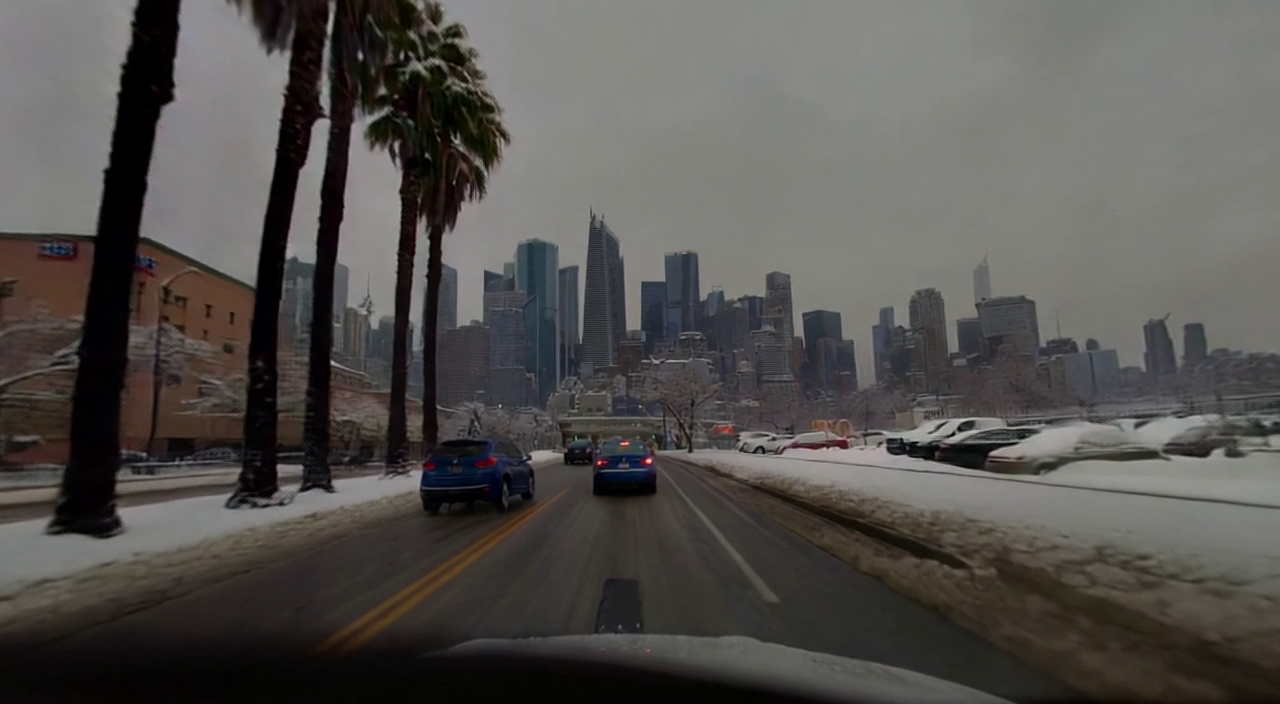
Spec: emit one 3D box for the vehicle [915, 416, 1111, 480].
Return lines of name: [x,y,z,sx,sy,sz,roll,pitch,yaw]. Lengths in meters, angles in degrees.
vehicle: [12.509,3.249,21.471,5.188,1.805,2.228,-2,-8,-3]

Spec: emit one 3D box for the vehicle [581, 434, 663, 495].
vehicle: [-0.460,3.033,17.392,2.004,1.465,3.713,0,-8,0]

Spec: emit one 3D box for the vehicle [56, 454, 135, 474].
vehicle: [-42.445,8.717,49.265,4.309,1.484,1.884,0,-8,-2]

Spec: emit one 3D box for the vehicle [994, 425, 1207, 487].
vehicle: [13.290,3.021,18.442,4.749,1.522,1.905,-1,-9,-3]

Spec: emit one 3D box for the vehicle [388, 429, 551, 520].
vehicle: [-3.224,2.415,13.005,2.071,1.544,4.383,0,-8,1]

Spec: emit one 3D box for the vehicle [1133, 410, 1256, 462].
vehicle: [23.722,3.686,27.359,2.288,1.984,5.526,-4,-9,24]
